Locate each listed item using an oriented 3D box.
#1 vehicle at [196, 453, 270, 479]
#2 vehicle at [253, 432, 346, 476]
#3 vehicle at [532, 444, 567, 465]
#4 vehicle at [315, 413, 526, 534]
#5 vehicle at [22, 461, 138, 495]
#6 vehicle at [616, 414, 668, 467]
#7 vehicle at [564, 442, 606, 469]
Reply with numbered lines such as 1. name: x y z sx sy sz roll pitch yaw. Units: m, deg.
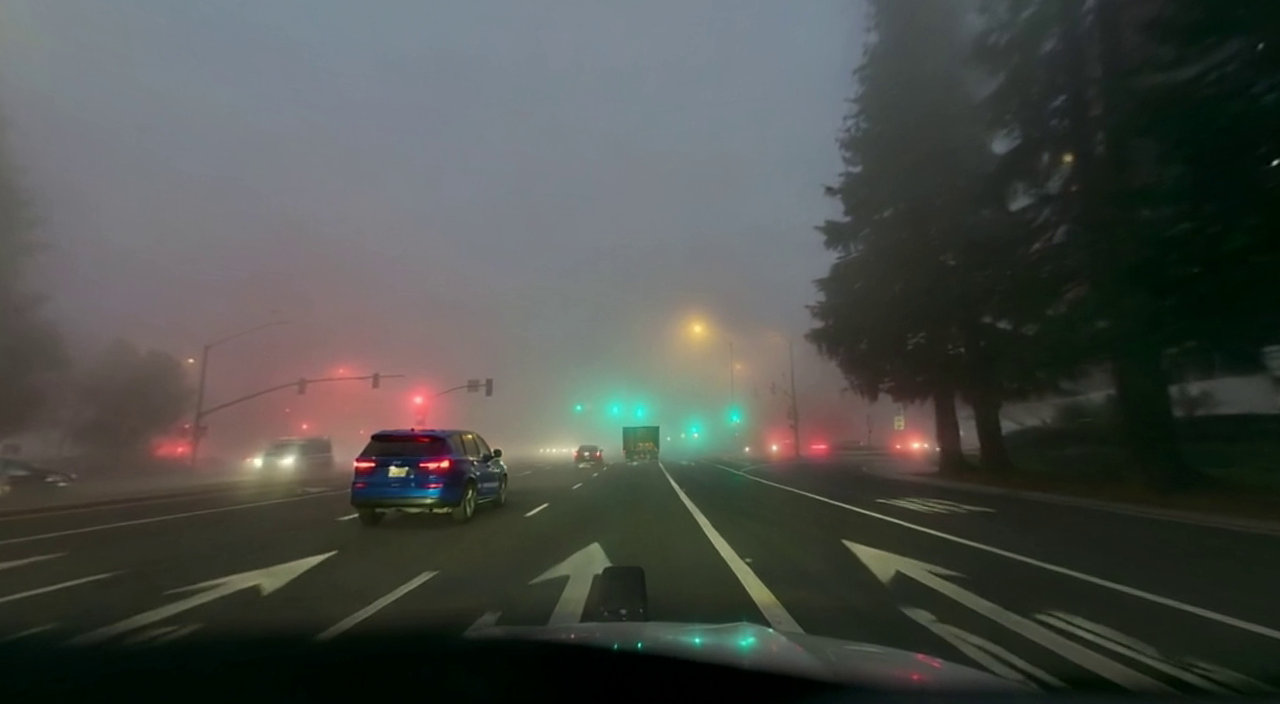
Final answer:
1. vehicle: -28.626 8.017 44.376 2.028 1.652 4.607 0 -9 1
2. vehicle: -21.385 6.439 39.825 2.406 2.509 5.940 0 -9 1
3. vehicle: -6.669 7.582 46.577 1.933 1.477 4.119 0 -9 1
4. vehicle: -3.815 2.229 12.131 2.178 1.826 4.933 0 -9 1
5. vehicle: -28.823 6.451 32.523 1.821 1.496 4.489 0 -9 1
6. vehicle: 0.198 5.614 39.689 2.993 3.051 6.692 0 -9 2
7. vehicle: -3.217 6.122 37.297 2.023 1.483 4.143 0 -9 1
